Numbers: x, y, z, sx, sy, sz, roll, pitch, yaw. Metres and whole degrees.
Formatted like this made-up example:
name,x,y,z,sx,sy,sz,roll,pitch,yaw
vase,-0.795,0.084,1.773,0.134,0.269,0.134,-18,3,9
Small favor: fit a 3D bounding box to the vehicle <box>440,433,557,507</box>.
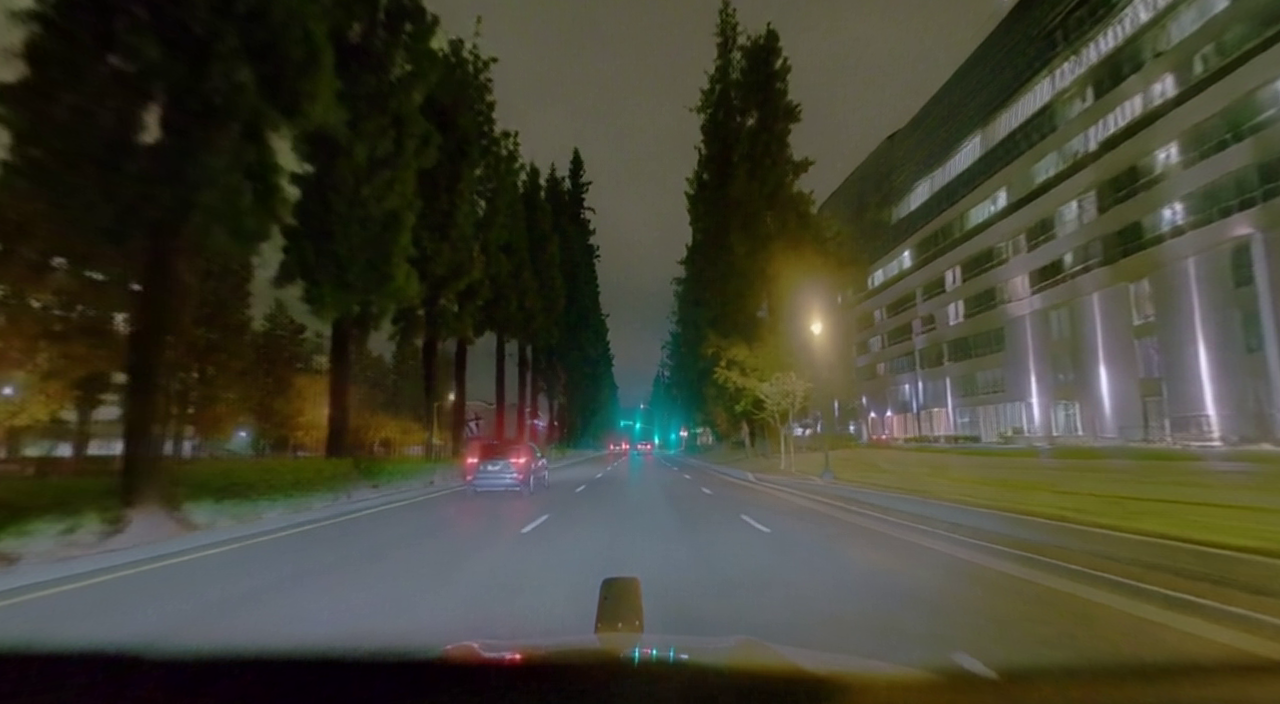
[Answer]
name,x,y,z,sx,sy,sz,roll,pitch,yaw
vehicle,-3.364,2.898,15.924,1.942,1.588,4.172,0,-9,1
